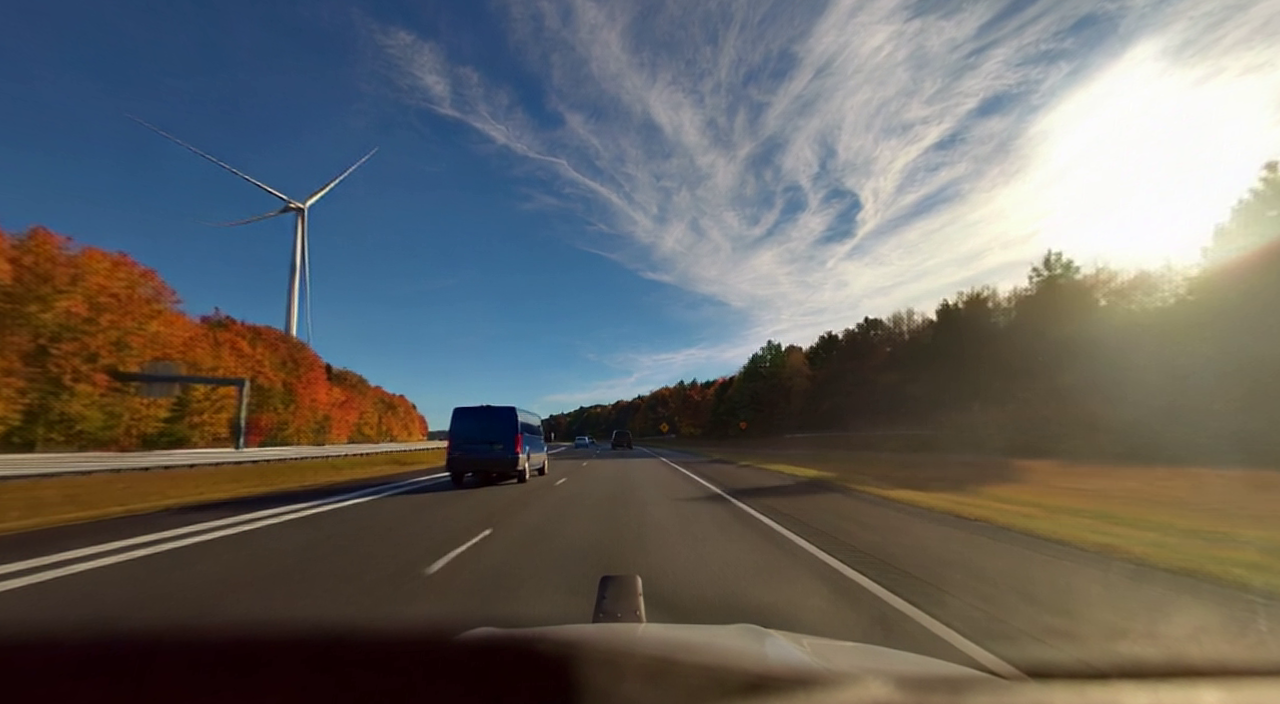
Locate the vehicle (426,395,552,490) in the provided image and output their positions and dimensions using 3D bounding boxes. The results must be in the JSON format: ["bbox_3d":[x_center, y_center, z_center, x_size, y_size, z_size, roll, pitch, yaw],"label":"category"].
[{"bbox_3d":[-4.052,2.554,17.981,2.303,2.323,5.089,0,-8,0],"label":"vehicle"}]
